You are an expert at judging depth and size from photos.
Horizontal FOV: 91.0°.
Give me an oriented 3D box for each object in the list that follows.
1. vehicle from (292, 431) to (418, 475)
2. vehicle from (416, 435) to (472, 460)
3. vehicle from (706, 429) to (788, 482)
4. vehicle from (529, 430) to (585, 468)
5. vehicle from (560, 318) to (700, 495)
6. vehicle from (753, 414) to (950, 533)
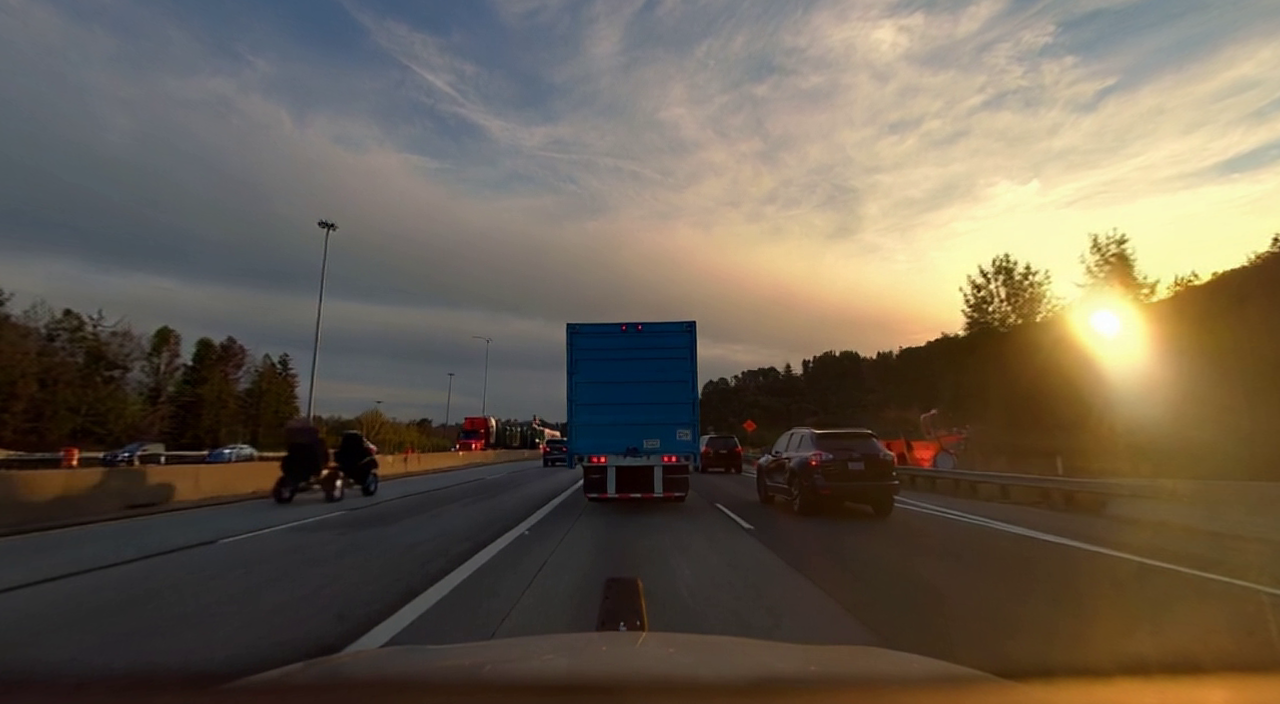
[{"bbox_3d":[-12.921,4.627,28.810,4.663,1.708,2.054,3,-9,-4],"label":"vehicle"},{"bbox_3d":[-12.458,6.106,40.287,1.887,1.511,4.152,0,-9,6],"label":"vehicle"},{"bbox_3d":[3.702,3.678,22.590,1.998,1.713,4.149,1,-9,-3],"label":"vehicle"},{"bbox_3d":[-4.073,4.890,31.793,2.095,1.736,4.529,0,-9,2],"label":"vehicle"},{"bbox_3d":[-0.180,1.942,19.135,3.067,3.940,10.154,0,-9,0],"label":"vehicle"},{"bbox_3d":[3.480,2.099,11.388,2.103,1.713,4.173,0,-9,0],"label":"vehicle"}]
